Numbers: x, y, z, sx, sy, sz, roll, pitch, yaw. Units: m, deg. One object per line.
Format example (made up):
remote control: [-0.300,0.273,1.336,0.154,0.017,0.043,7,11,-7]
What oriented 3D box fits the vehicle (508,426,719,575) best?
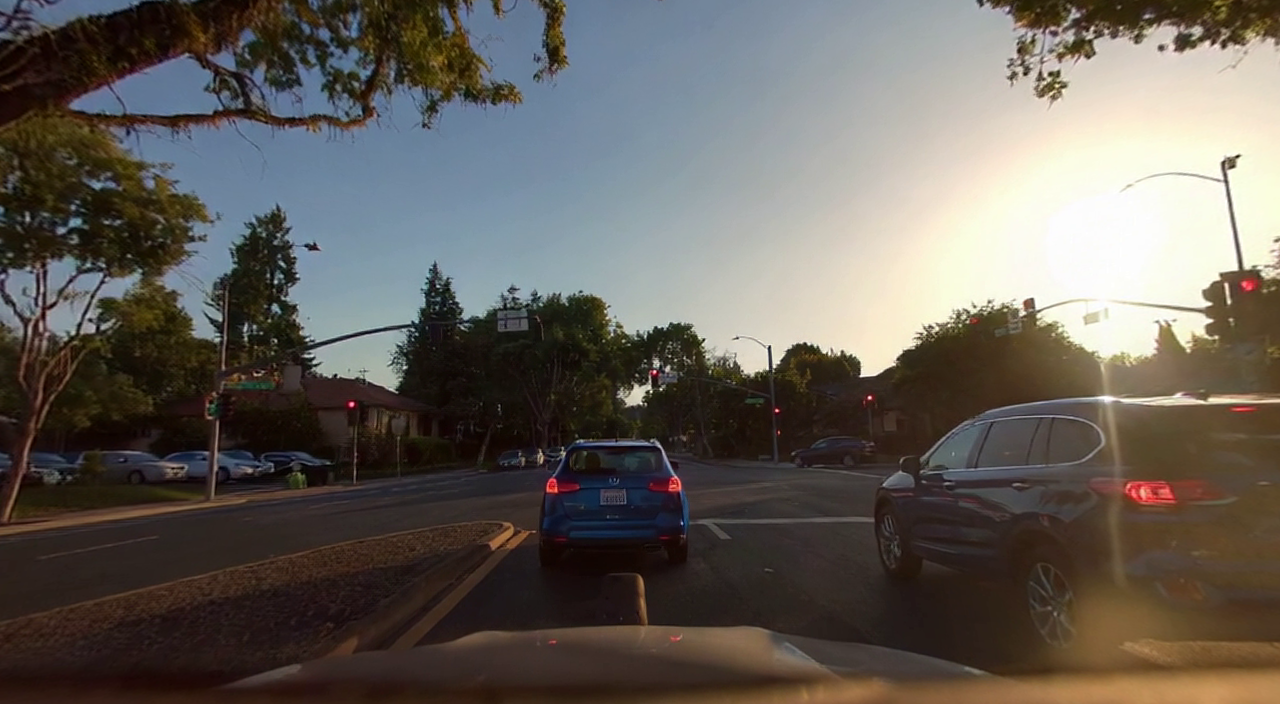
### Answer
vehicle: [-0.331,1.893,8.952,2.177,1.512,4.682,0,-9,-1]

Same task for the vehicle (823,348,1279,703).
vehicle: [3.188,1.179,5.175,2.046,1.768,4.370,0,-9,0]

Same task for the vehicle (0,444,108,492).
vehicle: [-28.494,5.365,29.488,5.119,2.119,2.199,5,-10,-31]

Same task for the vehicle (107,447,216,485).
vehicle: [-28.609,6.824,38.031,4.943,2.110,2.217,5,-10,-32]
